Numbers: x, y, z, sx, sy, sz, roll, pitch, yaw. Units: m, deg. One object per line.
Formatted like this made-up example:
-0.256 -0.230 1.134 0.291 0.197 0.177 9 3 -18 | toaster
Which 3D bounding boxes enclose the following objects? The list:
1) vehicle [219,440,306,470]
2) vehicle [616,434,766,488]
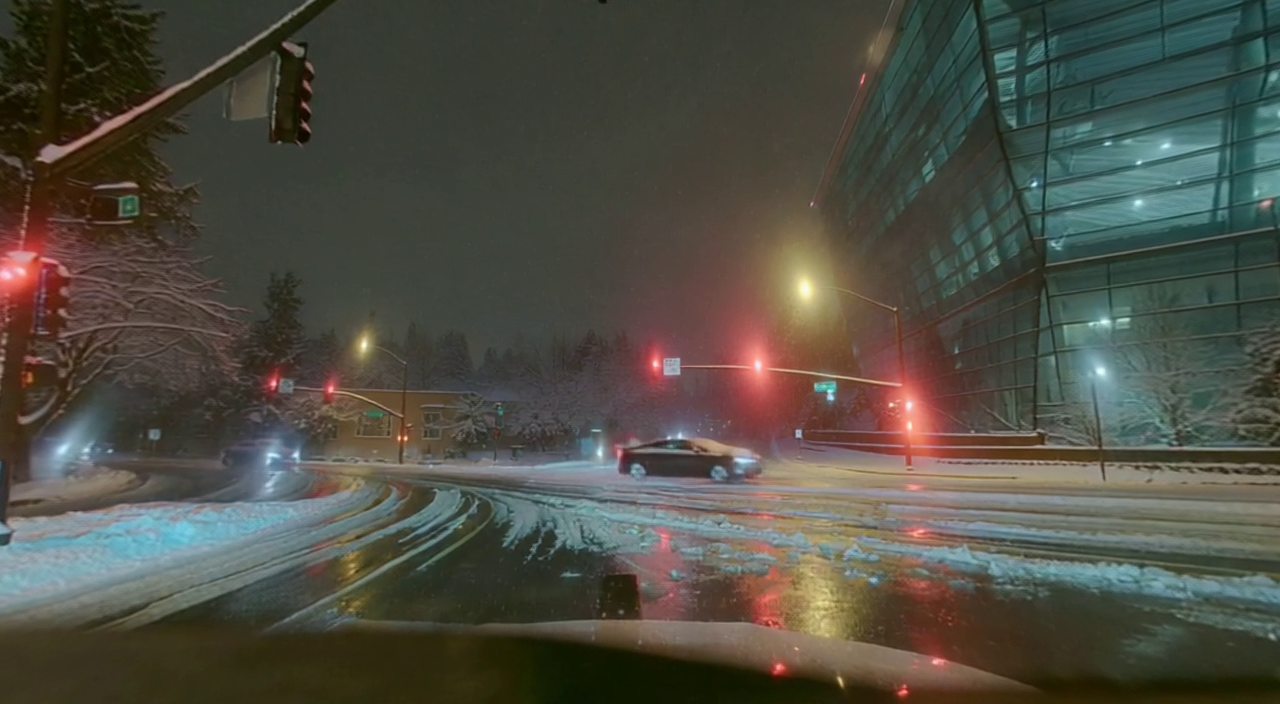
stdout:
-19.705 5.351 32.895 4.798 1.461 1.939 -6 -10 34 | vehicle
1.626 3.622 21.304 4.698 1.609 1.975 -7 -11 37 | vehicle
